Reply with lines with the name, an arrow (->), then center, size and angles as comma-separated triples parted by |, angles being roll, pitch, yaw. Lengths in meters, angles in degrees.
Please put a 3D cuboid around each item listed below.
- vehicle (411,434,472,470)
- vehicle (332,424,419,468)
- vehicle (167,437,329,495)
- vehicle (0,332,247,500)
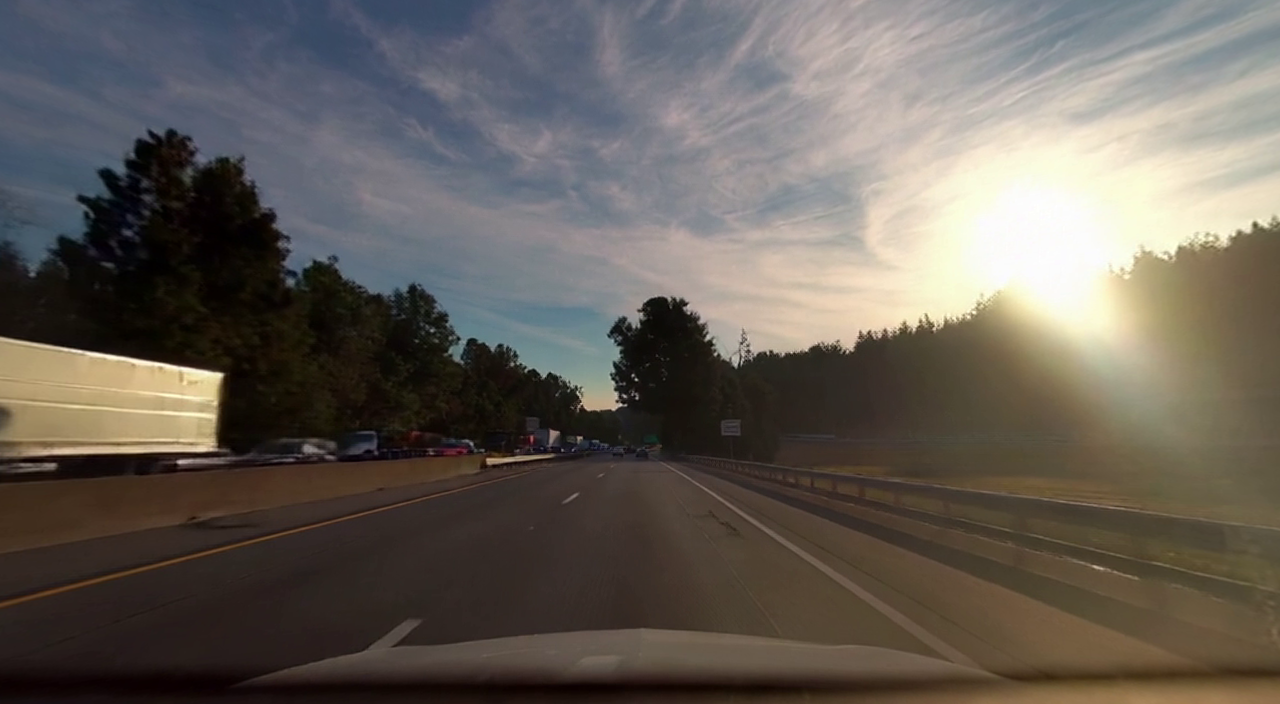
vehicle -> -12.337, 6.237, 39.503 | 2.164, 2.078, 4.841 | 0, -9, 0
vehicle -> -16.991, 6.162, 41.113 | 2.499, 2.572, 7.618 | 1, -9, -2
vehicle -> -12.516, 3.678, 20.666 | 1.919, 1.636, 5.221 | 0, -9, 0
vehicle -> -17.381, 2.015, 18.265 | 3.303, 4.066, 13.558 | 0, -9, 0
